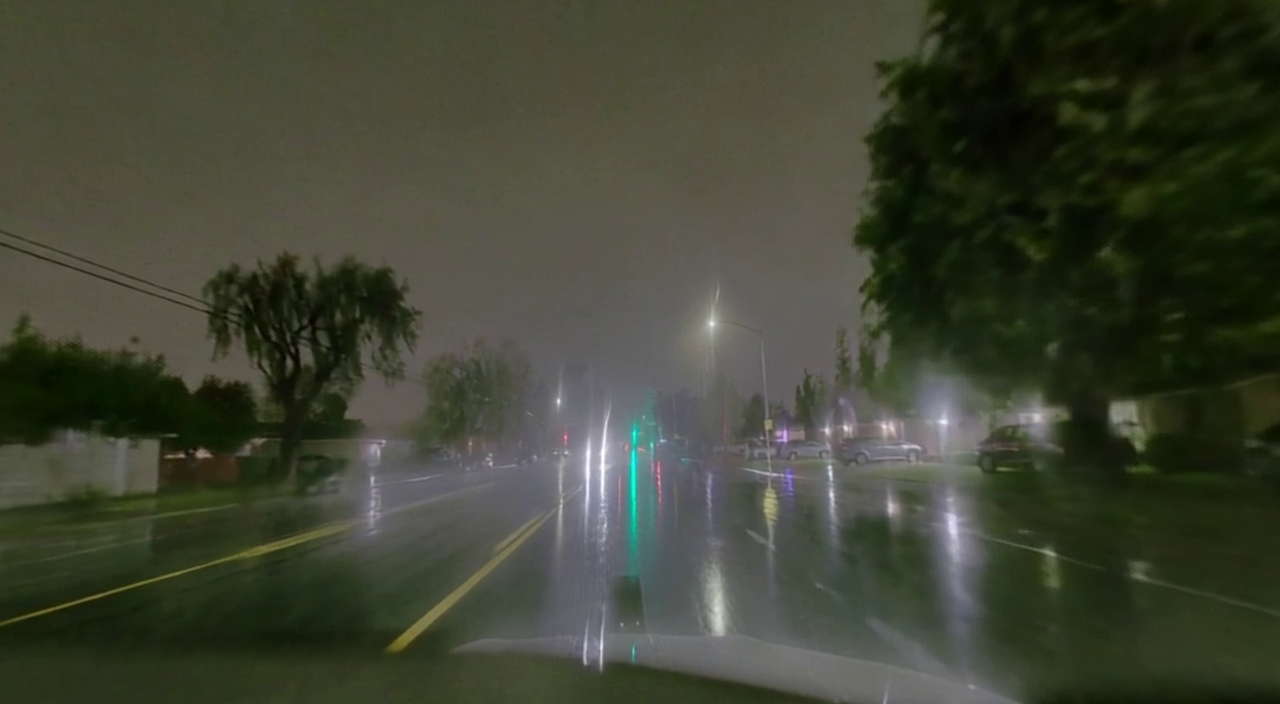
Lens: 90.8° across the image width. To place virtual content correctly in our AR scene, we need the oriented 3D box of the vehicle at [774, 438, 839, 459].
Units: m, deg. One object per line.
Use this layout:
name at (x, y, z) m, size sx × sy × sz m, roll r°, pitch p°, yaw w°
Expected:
vehicle at (12.140, 7.066, 46.232) m, size 4.183 × 1.516 × 1.884 m, roll 0°, pitch -8°, yaw 2°

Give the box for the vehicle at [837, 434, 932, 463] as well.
vehicle at (12.812, 5.068, 33.218) m, size 4.237 × 1.476 × 1.743 m, roll 0°, pitch -9°, yaw 0°

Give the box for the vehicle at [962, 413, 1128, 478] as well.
vehicle at (11.970, 2.827, 19.147) m, size 2.044 × 1.716 × 4.637 m, roll 0°, pitch -9°, yaw 2°

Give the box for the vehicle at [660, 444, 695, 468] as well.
vehicle at (2.574, 7.289, 44.348) m, size 1.983 × 1.557 × 4.078 m, roll 0°, pitch -9°, yaw -3°

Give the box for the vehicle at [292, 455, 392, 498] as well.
vehicle at (-11.634, 4.856, 25.015) m, size 1.851 × 1.459 × 4.295 m, roll 0°, pitch -9°, yaw 0°

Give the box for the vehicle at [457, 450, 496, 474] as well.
vehicle at (-12.330, 8.307, 48.002) m, size 1.822 × 1.699 × 4.791 m, roll 0°, pitch -9°, yaw -2°
